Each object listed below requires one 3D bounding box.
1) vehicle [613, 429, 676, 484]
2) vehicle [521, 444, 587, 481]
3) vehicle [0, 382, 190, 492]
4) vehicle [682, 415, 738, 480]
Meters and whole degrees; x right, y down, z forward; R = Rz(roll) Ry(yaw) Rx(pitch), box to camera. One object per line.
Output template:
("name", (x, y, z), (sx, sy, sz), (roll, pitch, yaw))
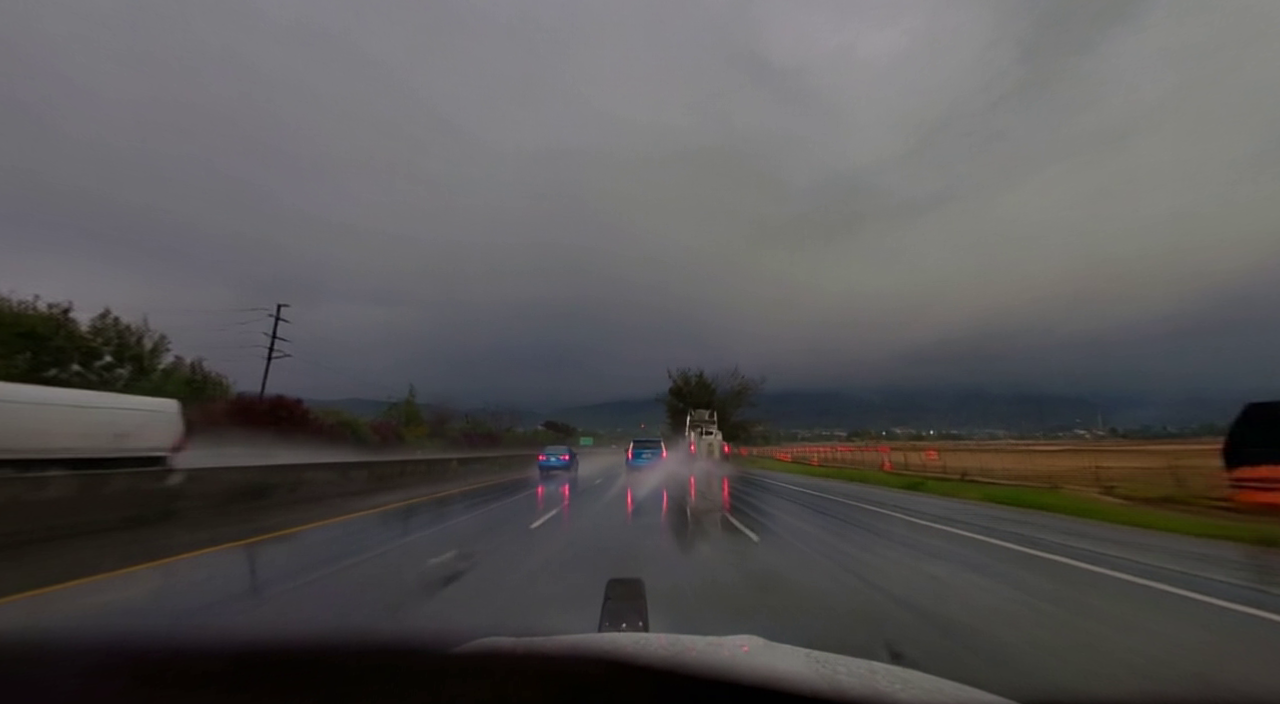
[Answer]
("vehicle", (0.197, 4.176, 25.476), (2.308, 1.993, 4.631), (0, -8, 1))
("vehicle", (-3.636, 4.759, 27.420), (2.096, 1.469, 4.319), (0, -8, 2))
("vehicle", (-25.193, 3.653, 26.648), (2.810, 4.052, 12.776), (0, -9, 0))
("vehicle", (4.470, 6.374, 42.228), (2.793, 3.828, 9.580), (0, -9, 1))
